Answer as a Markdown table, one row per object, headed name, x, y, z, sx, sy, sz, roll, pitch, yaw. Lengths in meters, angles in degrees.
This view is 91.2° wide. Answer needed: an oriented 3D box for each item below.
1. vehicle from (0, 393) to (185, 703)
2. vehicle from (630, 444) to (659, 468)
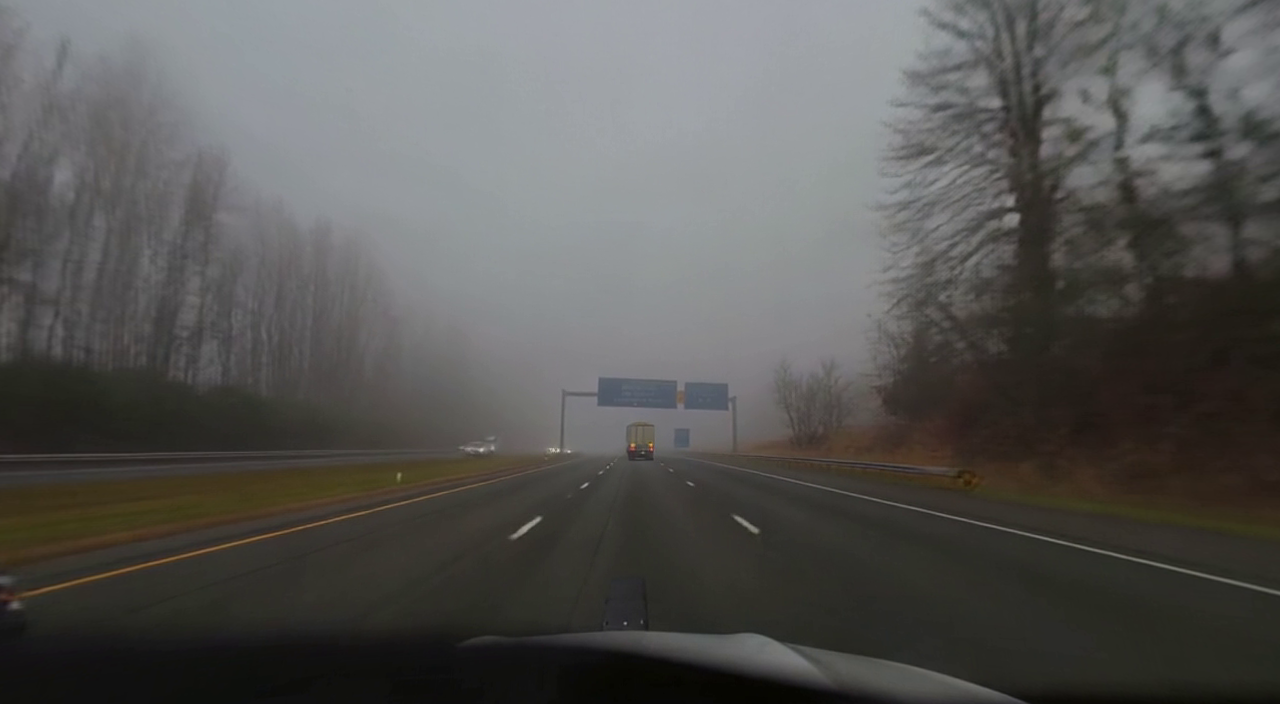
| name | x | y | z | sx | sy | sz | roll | pitch | yaw |
| --- | --- | --- | --- | --- | --- | --- | --- | --- | --- |
| vehicle | -3.553 | 0.725 | 1.161 | 2.012 | 1.500 | 4.452 | 0 | -8 | 1 |
| vehicle | 0.273 | 6.888 | 41.830 | 1.859 | 1.478 | 3.799 | 0 | -9 | 0 |
